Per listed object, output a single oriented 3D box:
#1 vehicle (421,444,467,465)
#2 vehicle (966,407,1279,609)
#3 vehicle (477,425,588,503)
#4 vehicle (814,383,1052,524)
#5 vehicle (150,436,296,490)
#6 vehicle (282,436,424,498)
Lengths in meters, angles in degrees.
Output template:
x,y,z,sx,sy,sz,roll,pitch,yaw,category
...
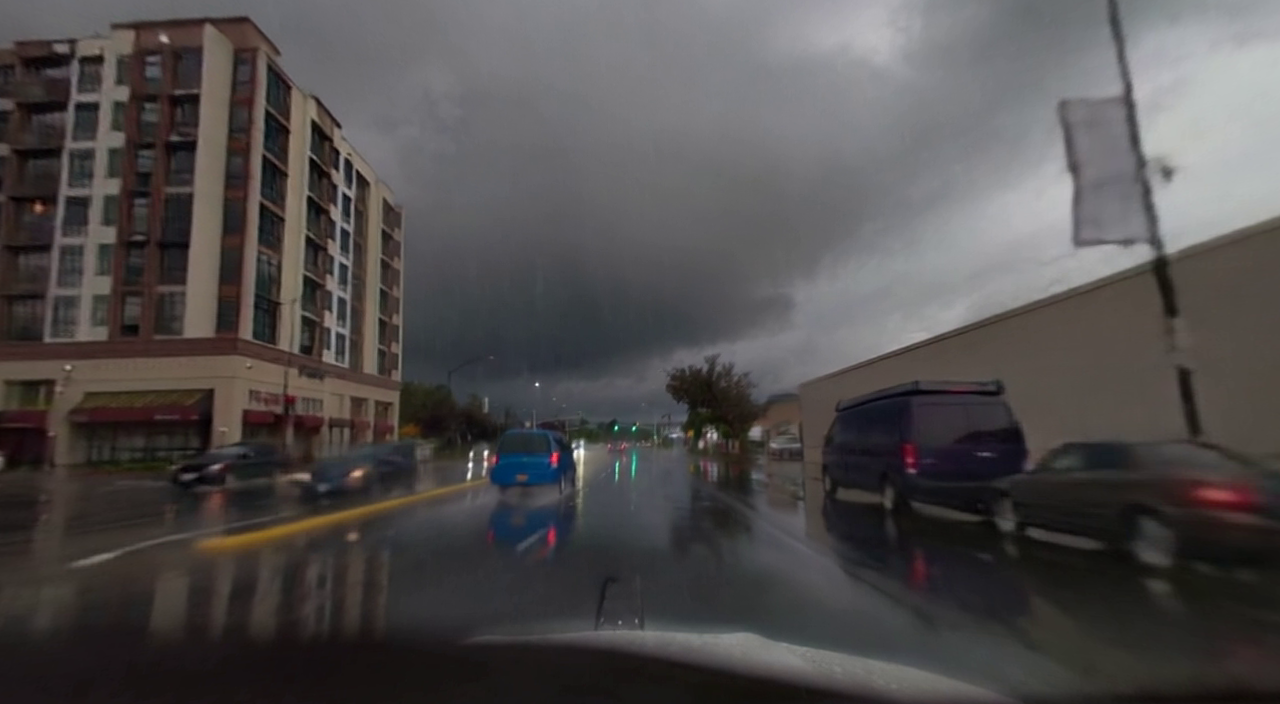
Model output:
x,y,z,sx,sy,sz,roll,pitch,yaw,category
-14.459,7.566,46.663,1.909,1.490,4.531,0,-8,1,vehicle
6.431,1.727,8.034,1.942,1.753,4.912,0,-8,1,vehicle
-2.561,2.788,16.024,2.080,1.722,3.766,0,-8,1,vehicle
6.268,2.321,14.760,2.642,2.582,6.157,0,-8,1,vehicle
-14.602,3.882,22.411,1.993,1.710,4.520,0,-8,1,vehicle
-7.830,3.156,17.677,1.990,1.513,4.176,0,-8,0,vehicle
